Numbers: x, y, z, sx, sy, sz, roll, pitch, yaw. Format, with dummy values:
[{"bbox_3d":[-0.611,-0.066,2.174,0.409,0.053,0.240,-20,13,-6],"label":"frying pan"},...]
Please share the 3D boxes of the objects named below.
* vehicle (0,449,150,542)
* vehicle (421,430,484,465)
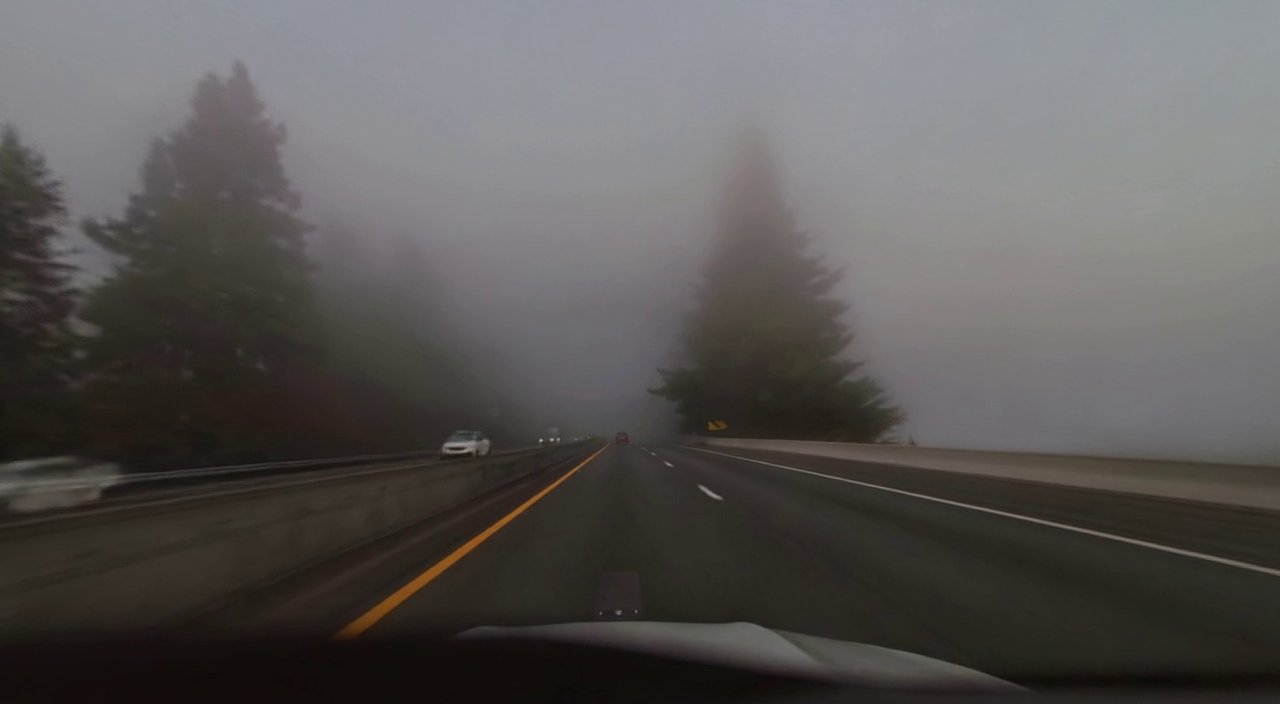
[{"bbox_3d":[-14.086,3.104,14.172,2.898,1.726,3.957,0,-8,-1],"label":"vehicle"},{"bbox_3d":[-10.207,5.201,34.572,2.268,1.779,4.159,0,-8,-1],"label":"vehicle"}]
